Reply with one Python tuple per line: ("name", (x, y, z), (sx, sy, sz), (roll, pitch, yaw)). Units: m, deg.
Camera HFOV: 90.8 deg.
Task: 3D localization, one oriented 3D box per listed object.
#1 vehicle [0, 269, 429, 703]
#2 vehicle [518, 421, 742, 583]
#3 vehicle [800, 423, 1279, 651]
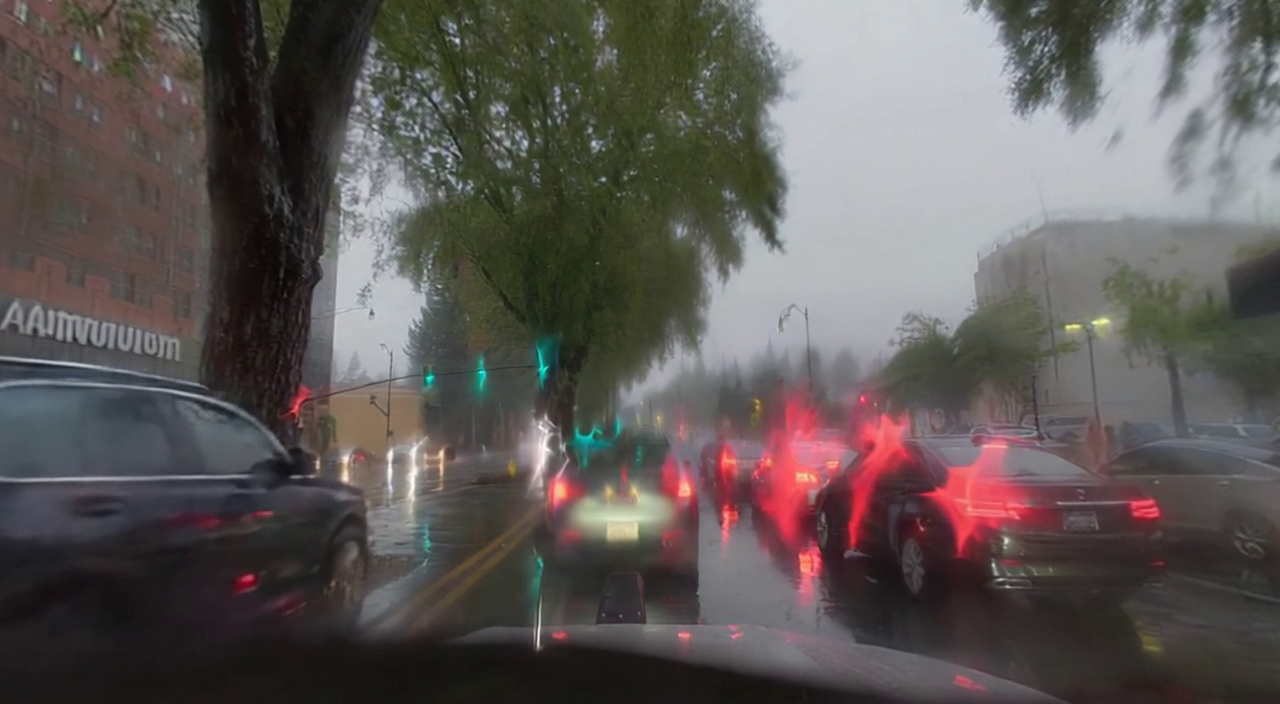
("vehicle", (-3.043, 0.887, 3.245), (2.223, 1.840, 4.919), (0, -9, 0))
("vehicle", (-0.128, 1.724, 8.069), (2.118, 1.512, 4.013), (0, -9, -1))
("vehicle", (3.215, 1.543, 6.439), (1.912, 1.454, 4.537), (0, -9, -1))
